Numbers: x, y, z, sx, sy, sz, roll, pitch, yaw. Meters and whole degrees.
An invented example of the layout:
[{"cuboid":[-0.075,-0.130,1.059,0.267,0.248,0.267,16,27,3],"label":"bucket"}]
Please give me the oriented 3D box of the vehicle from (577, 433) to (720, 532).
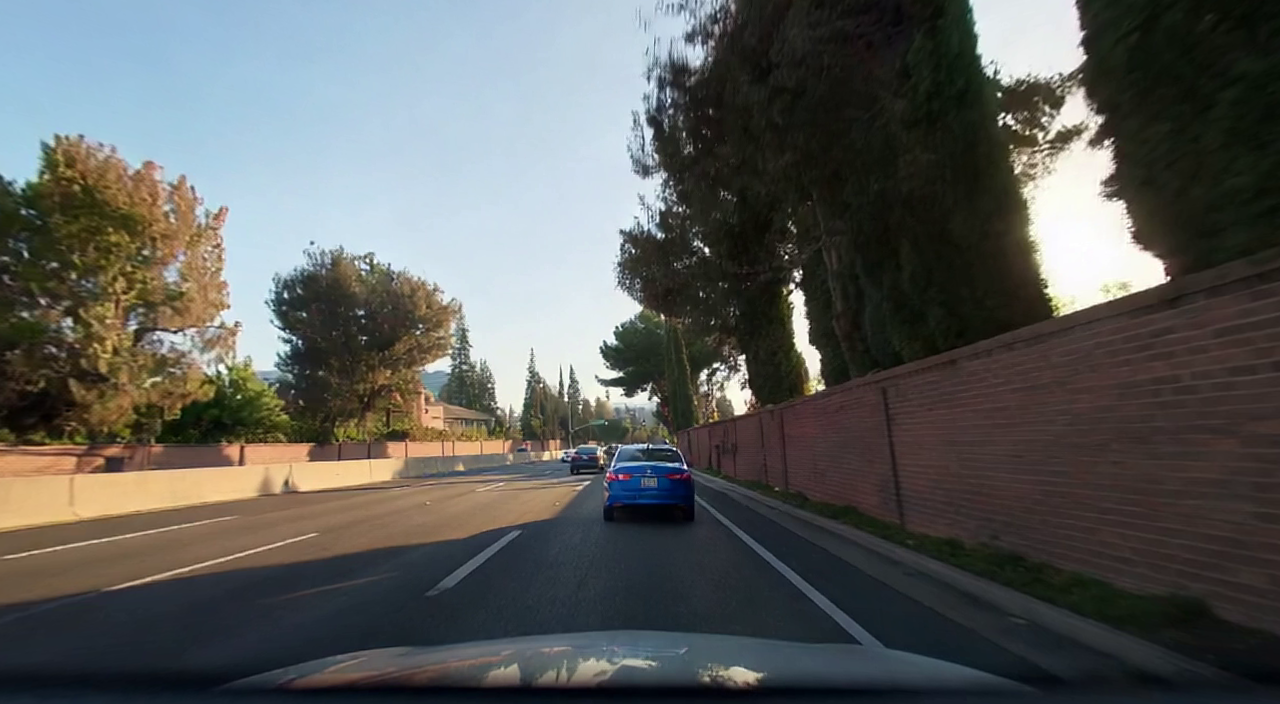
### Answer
[{"cuboid":[0.121,2.336,11.955,2.205,1.509,4.272,0,-8,0],"label":"vehicle"}]
